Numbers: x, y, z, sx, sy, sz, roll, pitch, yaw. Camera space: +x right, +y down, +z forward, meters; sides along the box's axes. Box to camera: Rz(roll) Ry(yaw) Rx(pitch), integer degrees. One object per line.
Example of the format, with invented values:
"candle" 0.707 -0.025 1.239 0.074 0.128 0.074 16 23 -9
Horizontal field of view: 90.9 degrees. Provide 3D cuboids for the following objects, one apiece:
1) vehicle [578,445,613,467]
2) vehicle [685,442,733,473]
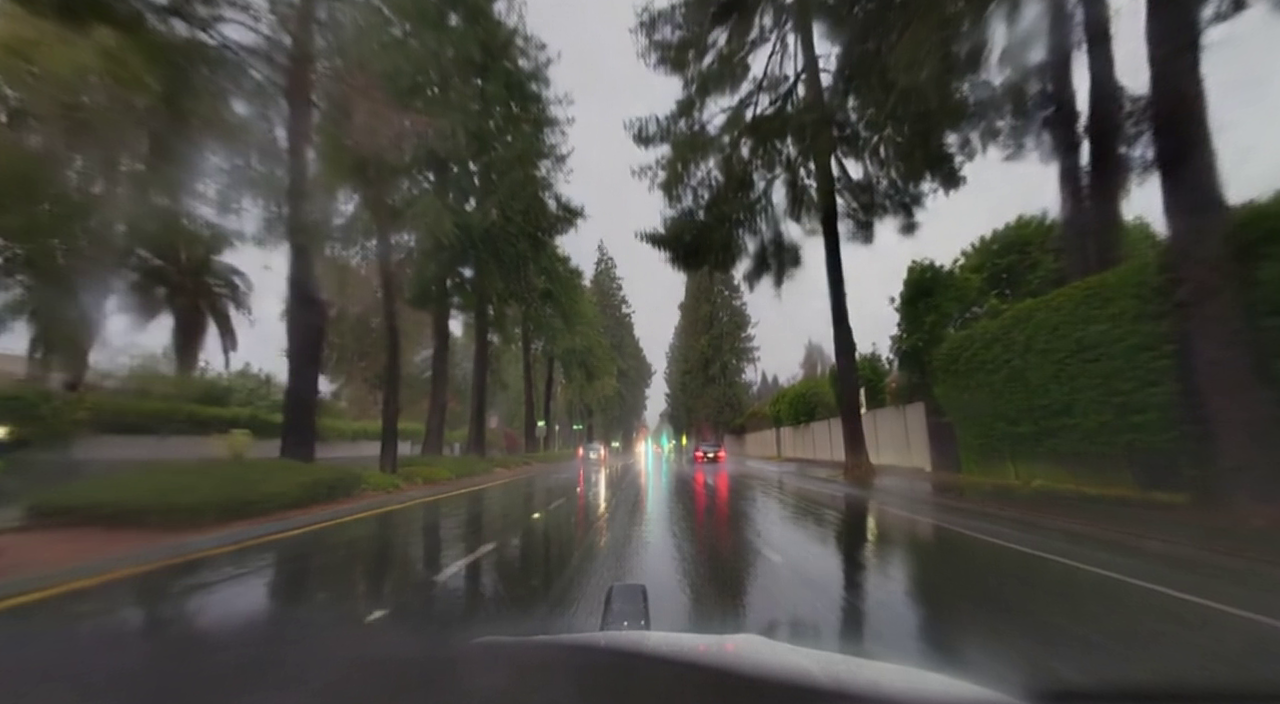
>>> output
"vehicle" -3.125 7.397 45.156 2.011 1.480 4.517 -1 -9 1
"vehicle" 3.522 5.473 32.944 1.992 1.511 4.464 0 -9 0
